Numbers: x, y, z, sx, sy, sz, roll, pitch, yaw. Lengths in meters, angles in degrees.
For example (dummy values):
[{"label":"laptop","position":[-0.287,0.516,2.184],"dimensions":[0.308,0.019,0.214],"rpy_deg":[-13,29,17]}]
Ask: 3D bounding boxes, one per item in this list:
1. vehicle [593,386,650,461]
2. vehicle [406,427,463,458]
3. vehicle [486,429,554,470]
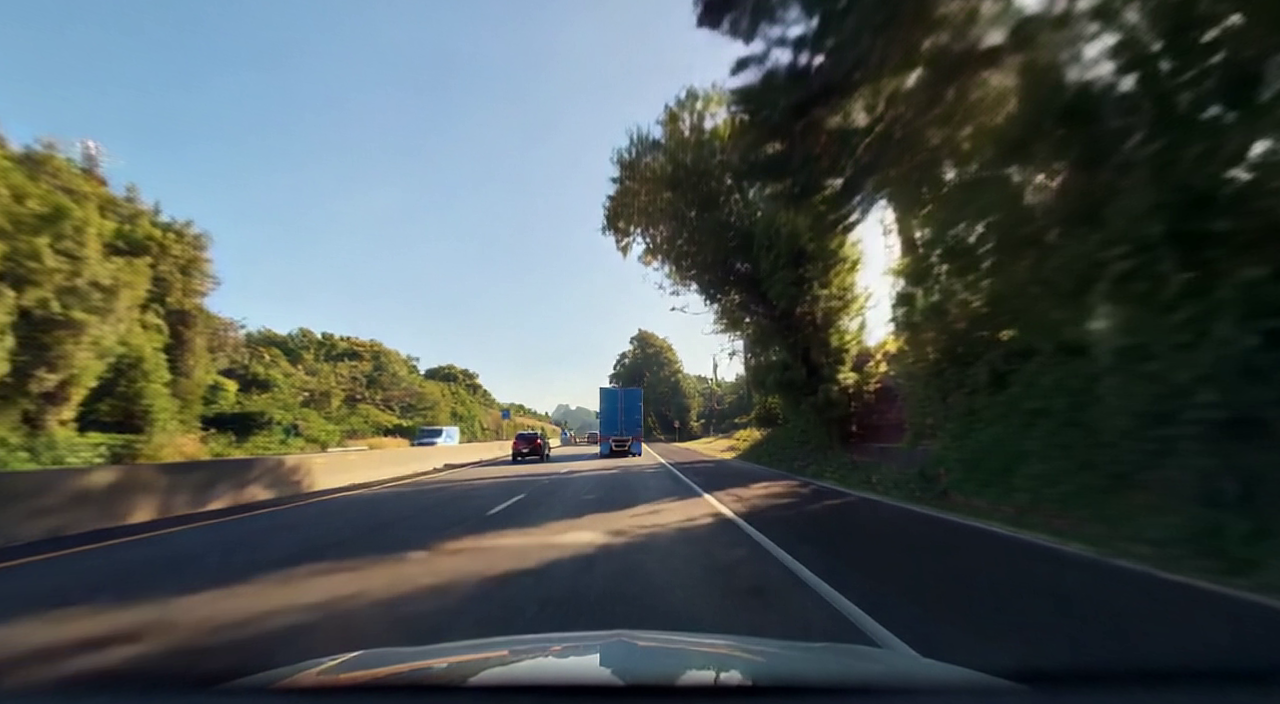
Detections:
[{"label":"vehicle","position":[-1.100,4.357,37.633],"dimensions":[2.955,3.851,9.915],"rpy_deg":[0,-8,-2]},{"label":"vehicle","position":[-13.073,5.805,40.481],"dimensions":[2.155,1.864,4.737],"rpy_deg":[0,-8,-1]},{"label":"vehicle","position":[-5.128,4.200,27.567],"dimensions":[2.117,1.618,4.480],"rpy_deg":[0,-8,0]}]
